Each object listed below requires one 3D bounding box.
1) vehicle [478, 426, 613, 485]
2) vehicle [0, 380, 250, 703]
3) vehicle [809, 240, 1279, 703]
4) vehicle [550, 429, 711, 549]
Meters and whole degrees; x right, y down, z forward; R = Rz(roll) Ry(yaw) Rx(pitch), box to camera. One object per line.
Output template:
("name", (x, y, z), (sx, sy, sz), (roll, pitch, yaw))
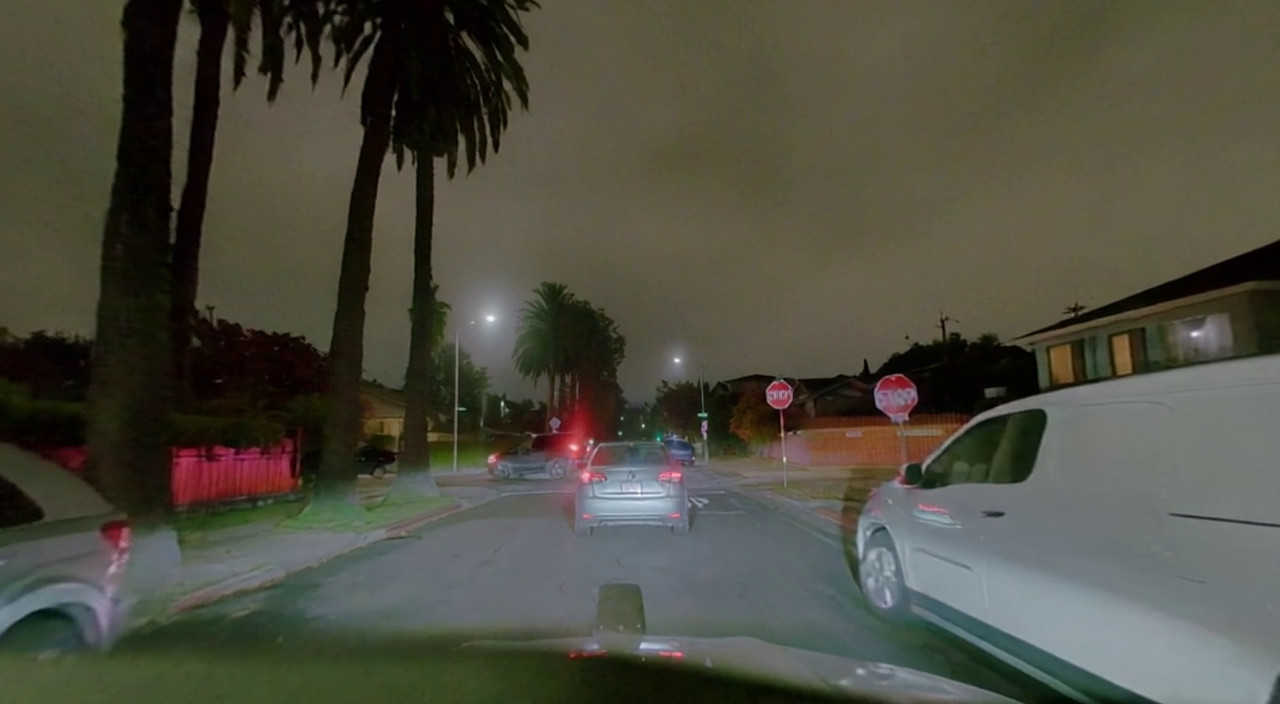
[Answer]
("vehicle", (-4.011, 4.148, 25.496), (2.353, 2.057, 6.308), (7, -11, -41))
("vehicle", (-3.385, 0.850, 1.722), (1.965, 1.657, 4.104), (0, -8, 0))
("vehicle", (2.594, 0.921, 3.210), (2.179, 1.813, 4.815), (0, -8, 1))
("vehicle", (-0.119, 2.041, 10.023), (2.010, 1.499, 4.107), (0, -9, 0))
